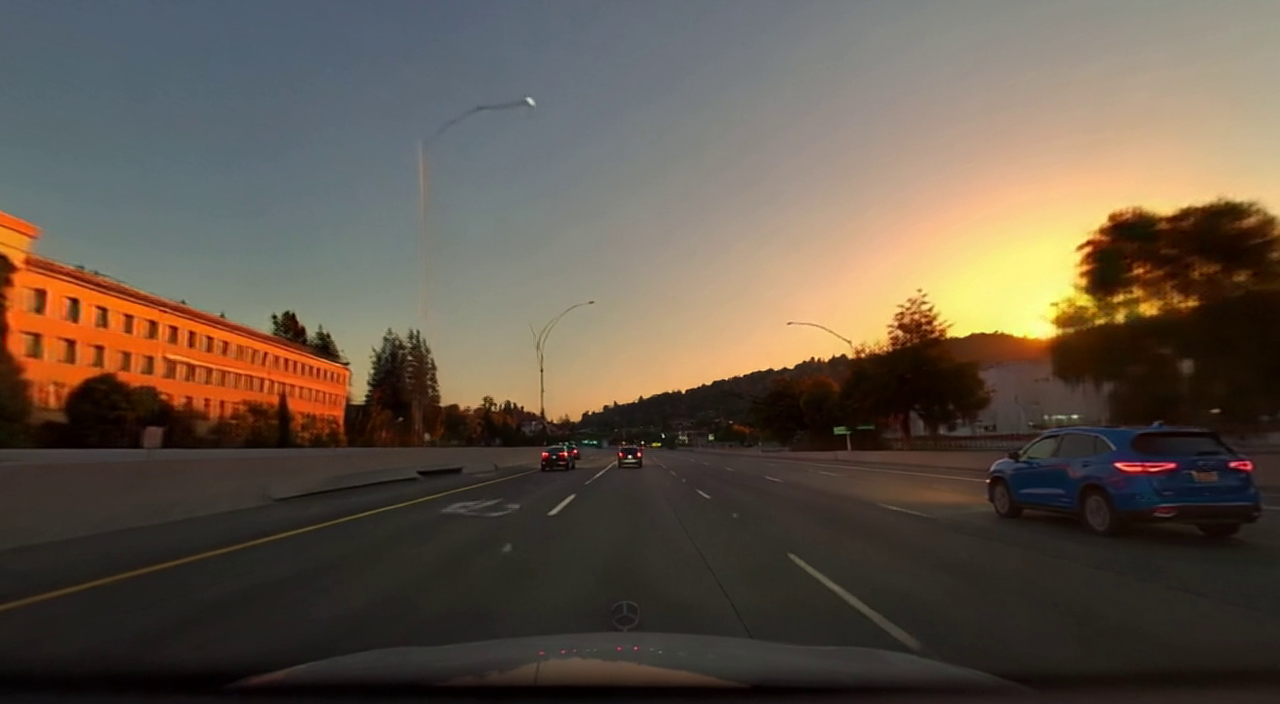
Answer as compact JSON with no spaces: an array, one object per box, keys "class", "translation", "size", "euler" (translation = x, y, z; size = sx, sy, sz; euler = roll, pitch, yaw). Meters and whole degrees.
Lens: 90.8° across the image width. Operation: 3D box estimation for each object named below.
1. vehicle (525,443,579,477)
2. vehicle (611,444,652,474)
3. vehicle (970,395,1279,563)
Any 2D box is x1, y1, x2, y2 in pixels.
[{"class":"vehicle","translation":[-4.072,5.070,29.975],"size":[1.886,1.465,4.625],"euler":[0,-8,0]},{"class":"vehicle","translation":[-0.470,5.543,32.974],"size":[1.997,1.485,4.094],"euler":[0,-9,-2]},{"class":"vehicle","translation":[7.207,1.728,9.278],"size":[2.028,1.801,4.741],"euler":[0,-9,-1]}]
